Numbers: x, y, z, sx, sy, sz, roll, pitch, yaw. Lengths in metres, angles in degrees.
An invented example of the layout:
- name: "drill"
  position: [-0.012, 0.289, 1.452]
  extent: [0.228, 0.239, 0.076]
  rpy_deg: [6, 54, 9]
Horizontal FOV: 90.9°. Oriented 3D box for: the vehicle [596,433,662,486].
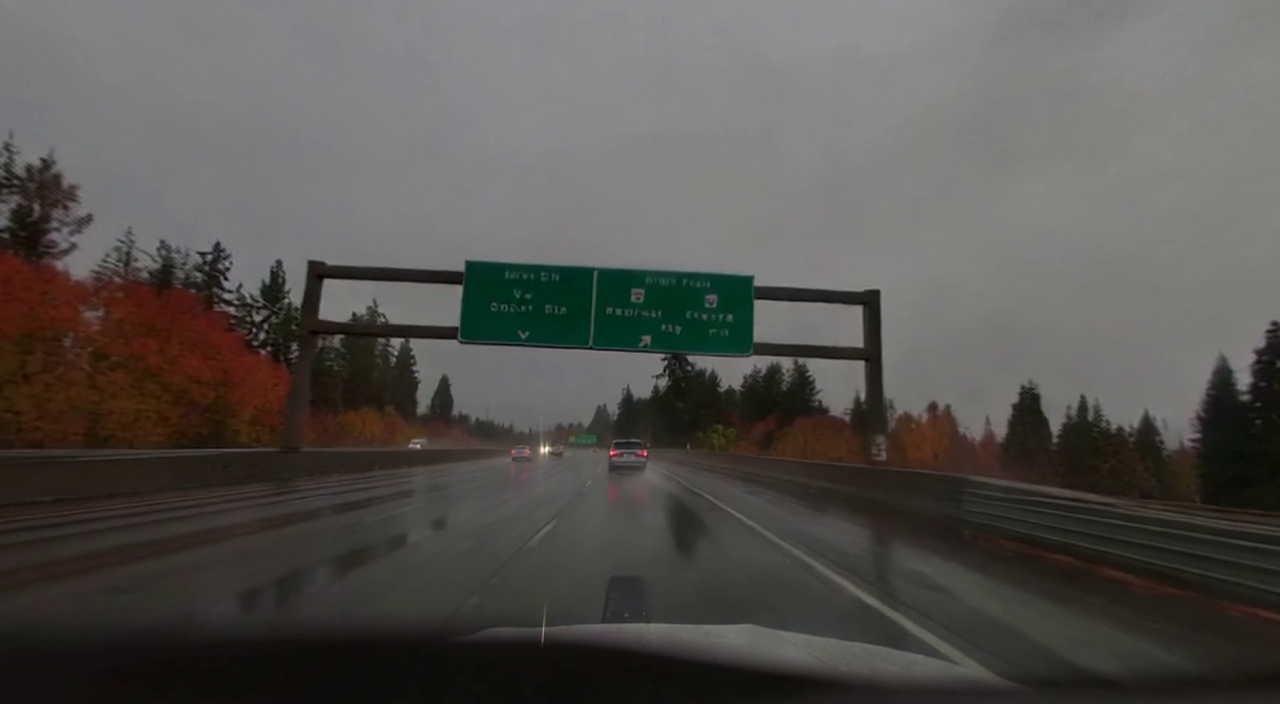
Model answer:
- name: "vehicle"
  position: [-0.444, 3.796, 22.560]
  extent: [2.120, 1.706, 4.226]
  rpy_deg: [1, -8, -3]
